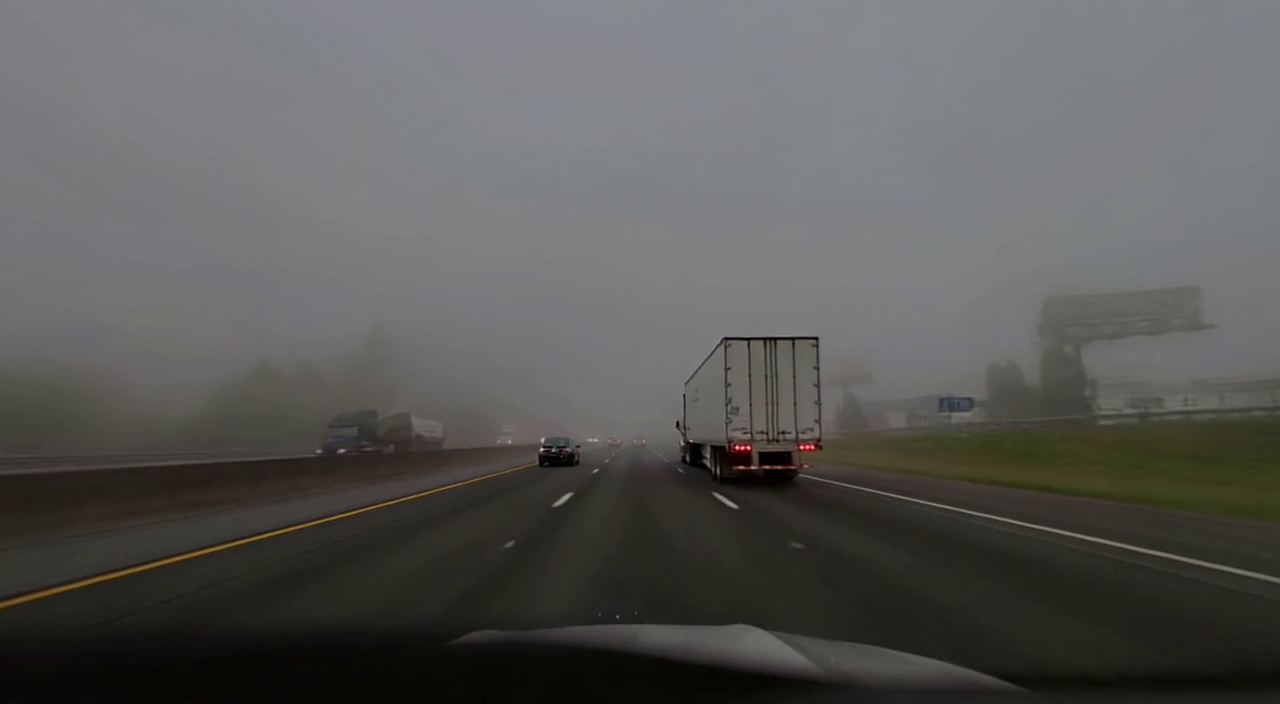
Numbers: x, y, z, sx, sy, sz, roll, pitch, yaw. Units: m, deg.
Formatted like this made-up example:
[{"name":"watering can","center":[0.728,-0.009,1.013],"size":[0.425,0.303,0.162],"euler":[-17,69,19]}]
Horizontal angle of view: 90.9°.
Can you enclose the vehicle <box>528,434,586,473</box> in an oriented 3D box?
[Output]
[{"name":"vehicle","center":[-3.381,4.206,26.440],"size":[1.930,1.484,3.849],"euler":[0,-8,0]}]

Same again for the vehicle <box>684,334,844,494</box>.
[{"name":"vehicle","center":[3.327,2.195,20.660],"size":[2.871,3.815,11.331],"euler":[0,-8,0]}]

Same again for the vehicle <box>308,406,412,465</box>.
[{"name":"vehicle","center":[-19.812,6.047,45.505],"size":[2.985,3.765,9.890],"euler":[0,-8,0]}]
